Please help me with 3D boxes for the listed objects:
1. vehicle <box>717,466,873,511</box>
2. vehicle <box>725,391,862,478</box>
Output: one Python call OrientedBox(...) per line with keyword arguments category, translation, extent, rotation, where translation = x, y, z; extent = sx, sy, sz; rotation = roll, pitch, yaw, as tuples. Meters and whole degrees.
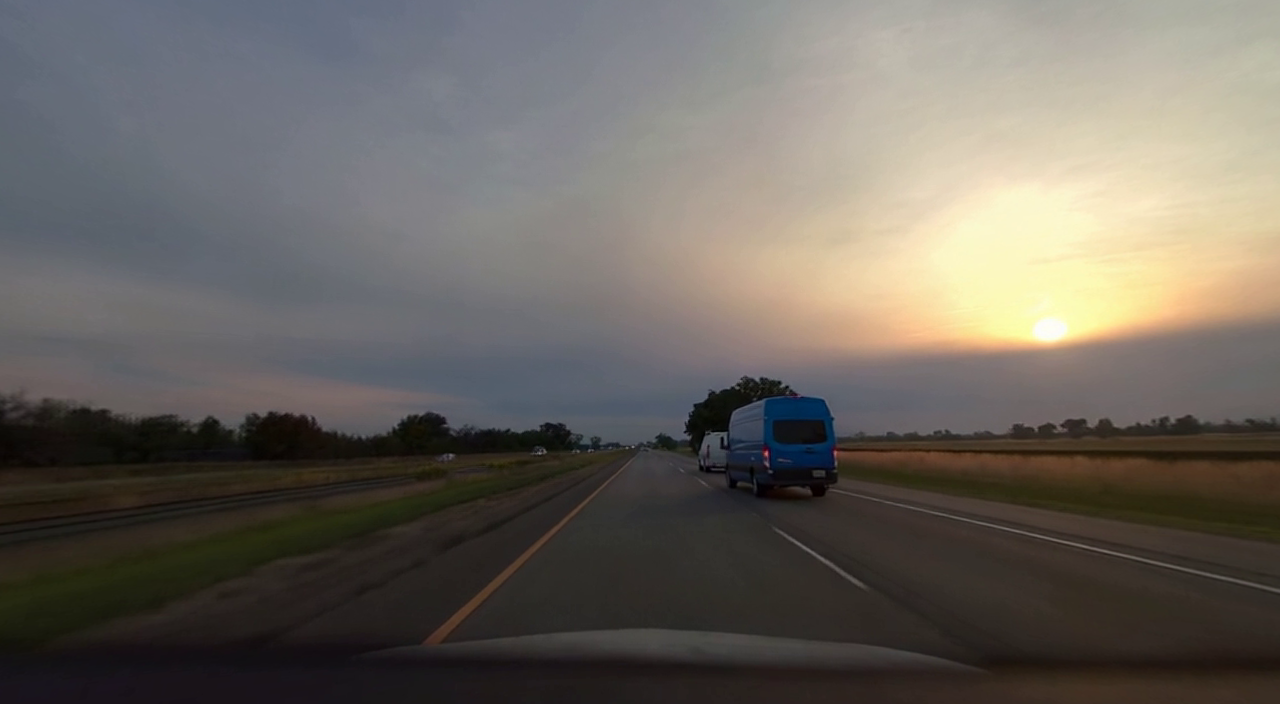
OrientedBox(category="vehicle", translation=(3.979, 3.729, 17.754), extent=(2.702, 0.824, 6.391), rotation=(0, -9, -1))
OrientedBox(category="vehicle", translation=(4.013, 2.395, 17.812), extent=(2.444, 2.053, 5.616), rotation=(-1, -9, 0))
